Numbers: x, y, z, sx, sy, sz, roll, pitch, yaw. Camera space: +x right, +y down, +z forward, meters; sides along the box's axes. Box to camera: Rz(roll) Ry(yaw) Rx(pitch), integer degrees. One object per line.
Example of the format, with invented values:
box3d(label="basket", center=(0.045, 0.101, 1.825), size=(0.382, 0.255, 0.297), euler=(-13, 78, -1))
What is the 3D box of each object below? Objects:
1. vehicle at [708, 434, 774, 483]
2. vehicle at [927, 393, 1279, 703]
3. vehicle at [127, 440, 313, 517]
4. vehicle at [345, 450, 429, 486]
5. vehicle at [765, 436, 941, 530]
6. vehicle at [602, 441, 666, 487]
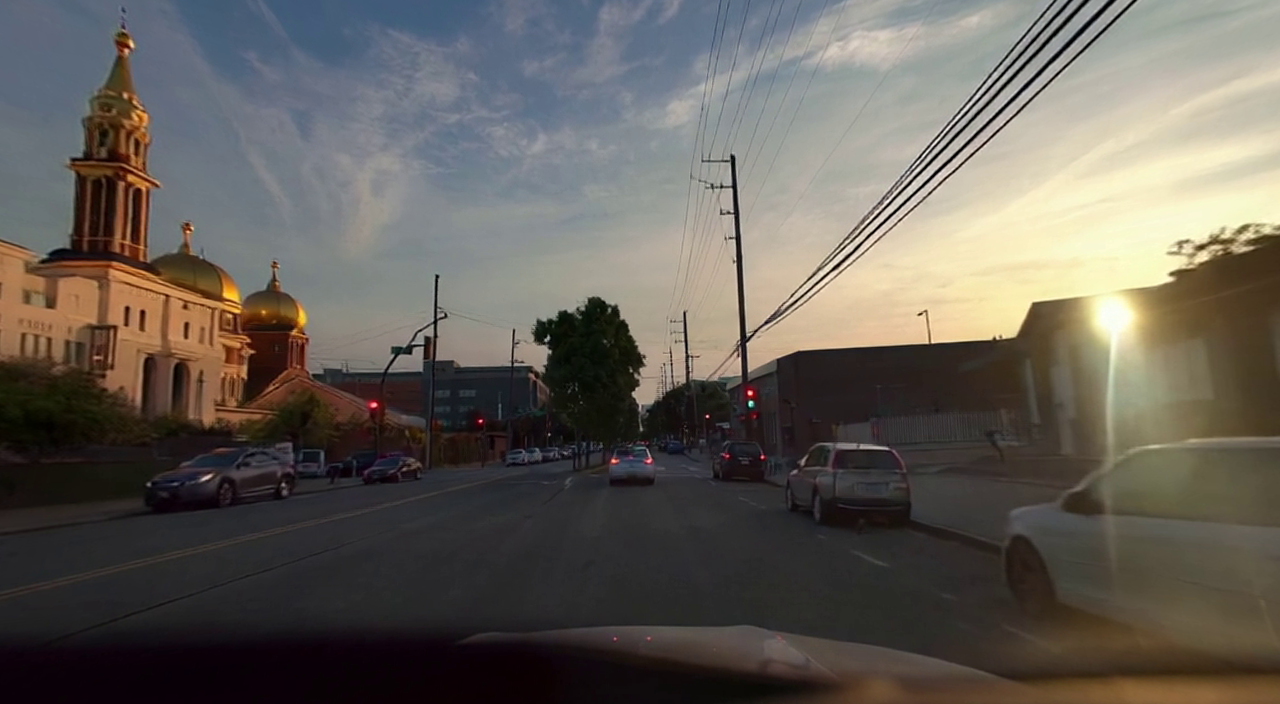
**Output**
box3d(label="vehicle", center=(3.931, 4.253, 25.403), size=(2.015, 1.780, 4.261), euler=(0, -9, 1))
box3d(label="vehicle", center=(3.771, 1.124, 3.664), size=(1.944, 1.530, 4.539), euler=(3, -9, -2))
box3d(label="vehicle", center=(-12.153, 3.653, 18.887), size=(2.071, 1.814, 5.185), euler=(-4, -9, 0))
box3d(label="vehicle", center=(-11.955, 5.484, 30.208), size=(1.980, 1.502, 4.655), euler=(0, -9, 1))
box3d(label="vehicle", center=(3.910, 2.453, 12.410), size=(2.003, 1.524, 3.868), euler=(0, -8, -1))
box3d(label="vehicle", center=(-0.240, 3.940, 22.600), size=(2.049, 1.453, 4.299), euler=(0, -9, -1))
